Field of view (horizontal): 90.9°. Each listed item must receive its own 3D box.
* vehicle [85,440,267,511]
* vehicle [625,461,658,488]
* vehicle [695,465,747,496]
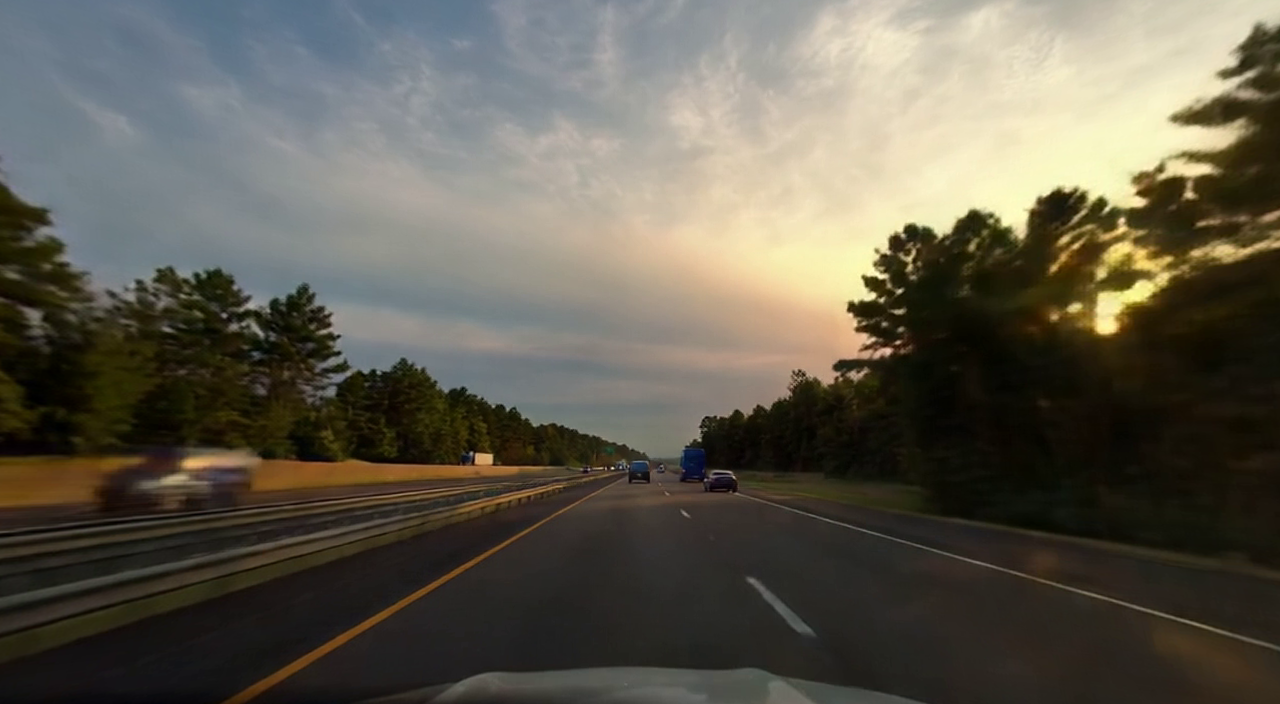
[{"bbox_3d":[-14.037,3.793,19.521,2.015,1.874,4.639,1,-10,0],"label":"vehicle"},{"bbox_3d":[0.133,8.623,44.428,2.212,1.717,4.452,0,-10,1],"label":"vehicle"},{"bbox_3d":[4.310,6.959,34.323,2.073,1.532,4.969,1,-10,-1],"label":"vehicle"}]
